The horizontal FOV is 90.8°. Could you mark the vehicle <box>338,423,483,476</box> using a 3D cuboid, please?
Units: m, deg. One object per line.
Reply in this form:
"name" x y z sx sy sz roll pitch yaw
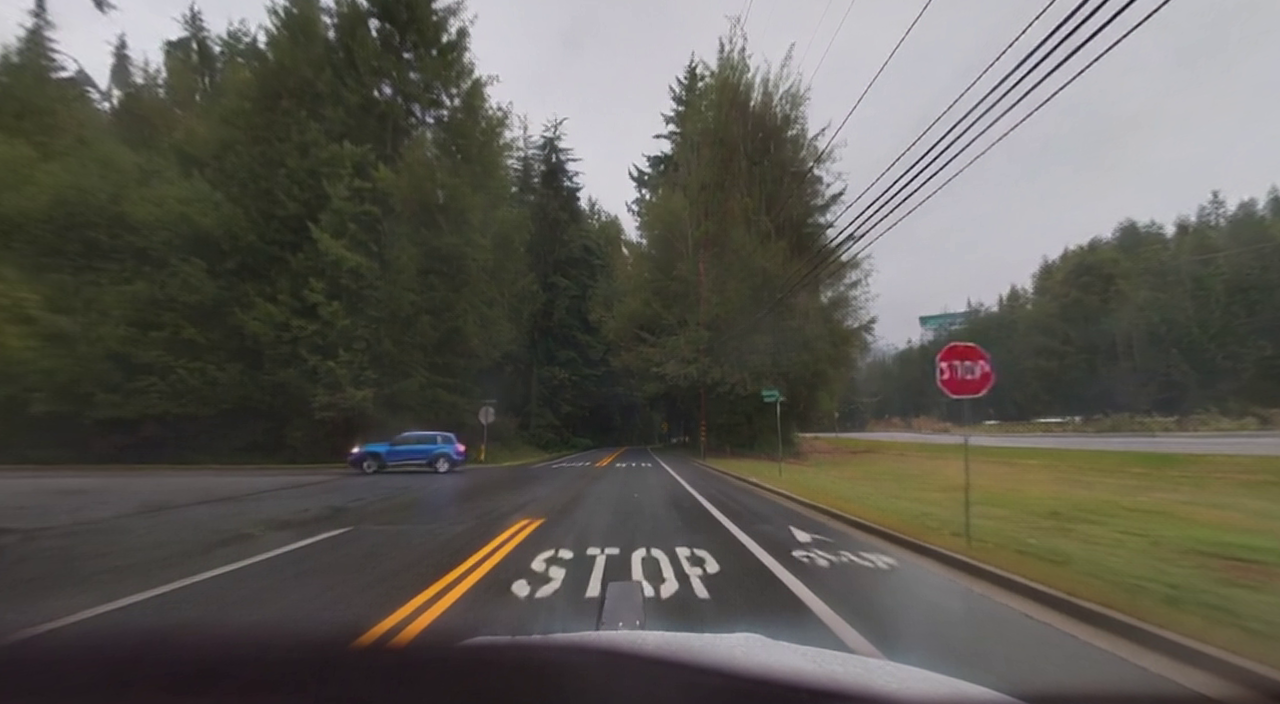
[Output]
"vehicle" -9.347 4.016 26.067 5.020 1.973 2.348 8 -12 -42
